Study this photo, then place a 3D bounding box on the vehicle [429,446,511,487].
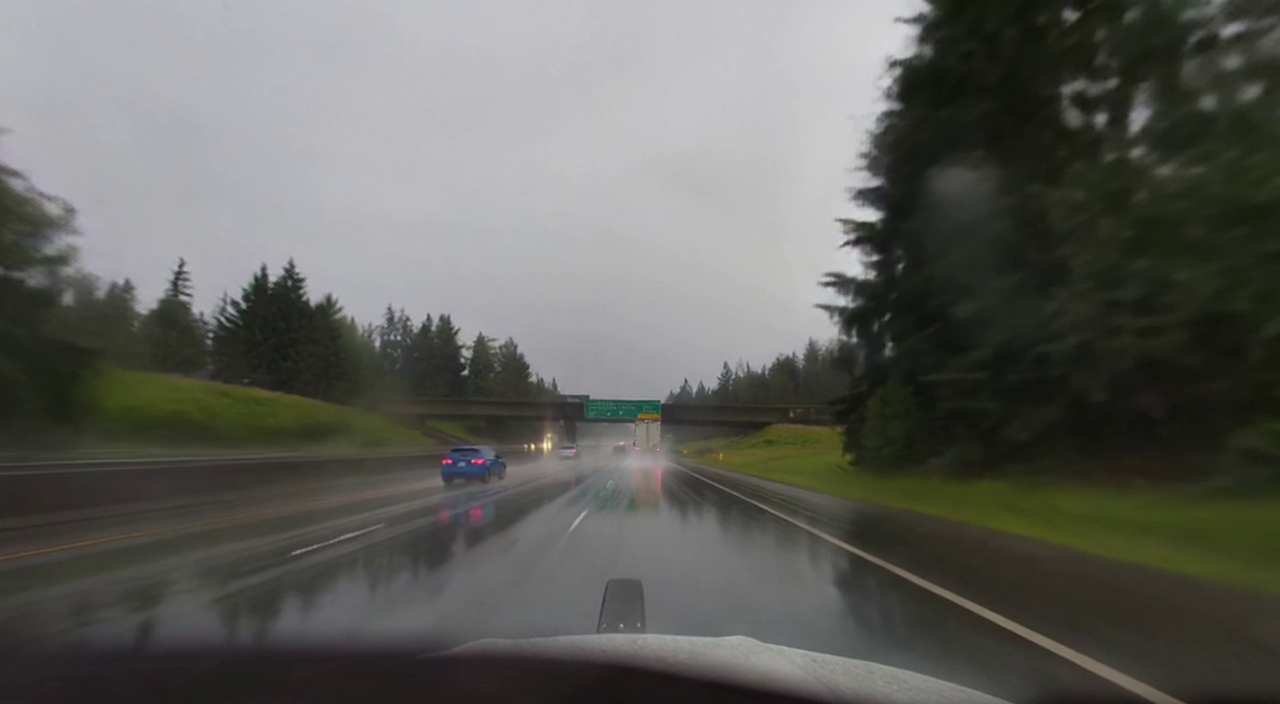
[{"bbox_3d":[-6.710,4.559,25.475,2.038,1.489,4.603,0,-9,0],"label":"vehicle"}]
